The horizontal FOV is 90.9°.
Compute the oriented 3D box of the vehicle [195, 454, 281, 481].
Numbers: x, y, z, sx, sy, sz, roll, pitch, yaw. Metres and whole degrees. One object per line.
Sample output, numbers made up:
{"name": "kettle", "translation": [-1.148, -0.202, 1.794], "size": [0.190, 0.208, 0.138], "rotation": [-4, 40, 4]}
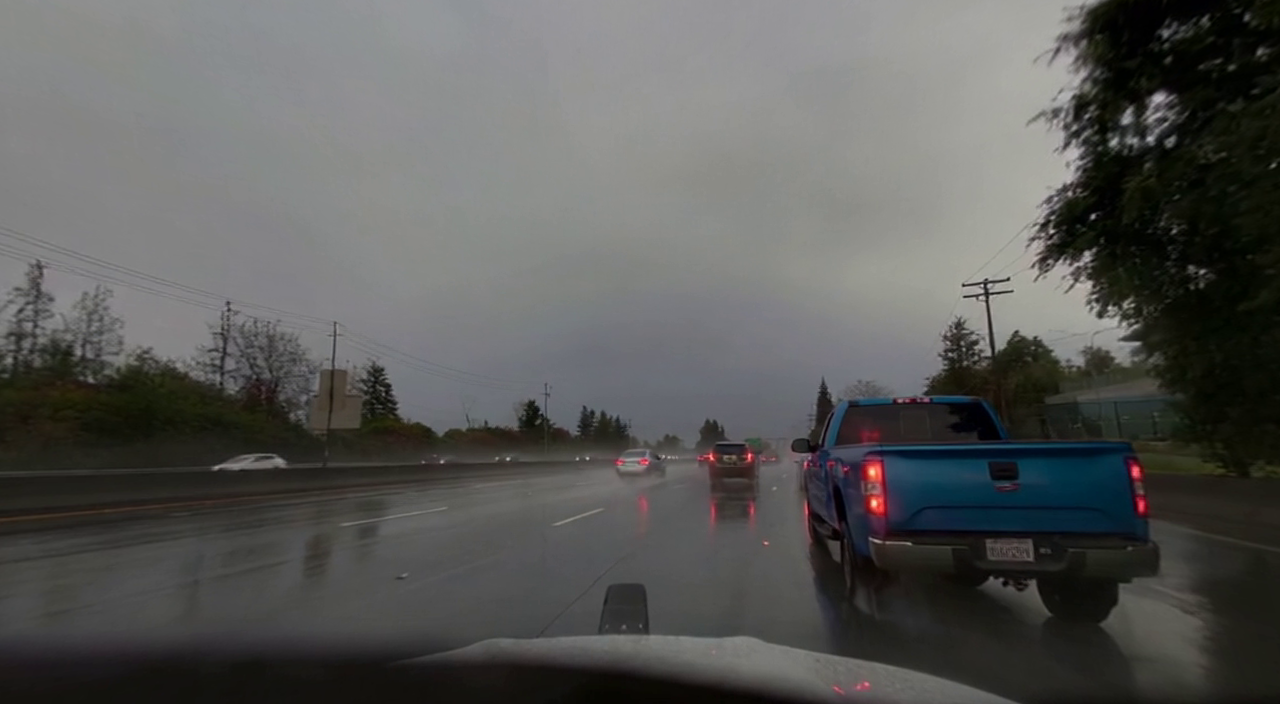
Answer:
{"name": "vehicle", "translation": [-25.146, 7.204, 39.639], "size": [1.916, 1.539, 4.328], "rotation": [-2, -9, 13]}

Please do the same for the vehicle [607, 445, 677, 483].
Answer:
{"name": "vehicle", "translation": [0.197, 4.865, 27.714], "size": [2.119, 1.478, 4.644], "rotation": [-2, -8, 13]}

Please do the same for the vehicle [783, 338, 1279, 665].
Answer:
{"name": "vehicle", "translation": [3.423, 1.471, 7.761], "size": [3.024, 2.092, 6.797], "rotation": [-2, -9, 14]}

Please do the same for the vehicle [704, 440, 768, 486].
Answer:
{"name": "vehicle", "translation": [3.974, 4.432, 25.600], "size": [2.080, 1.682, 4.150], "rotation": [-2, -9, 14]}
